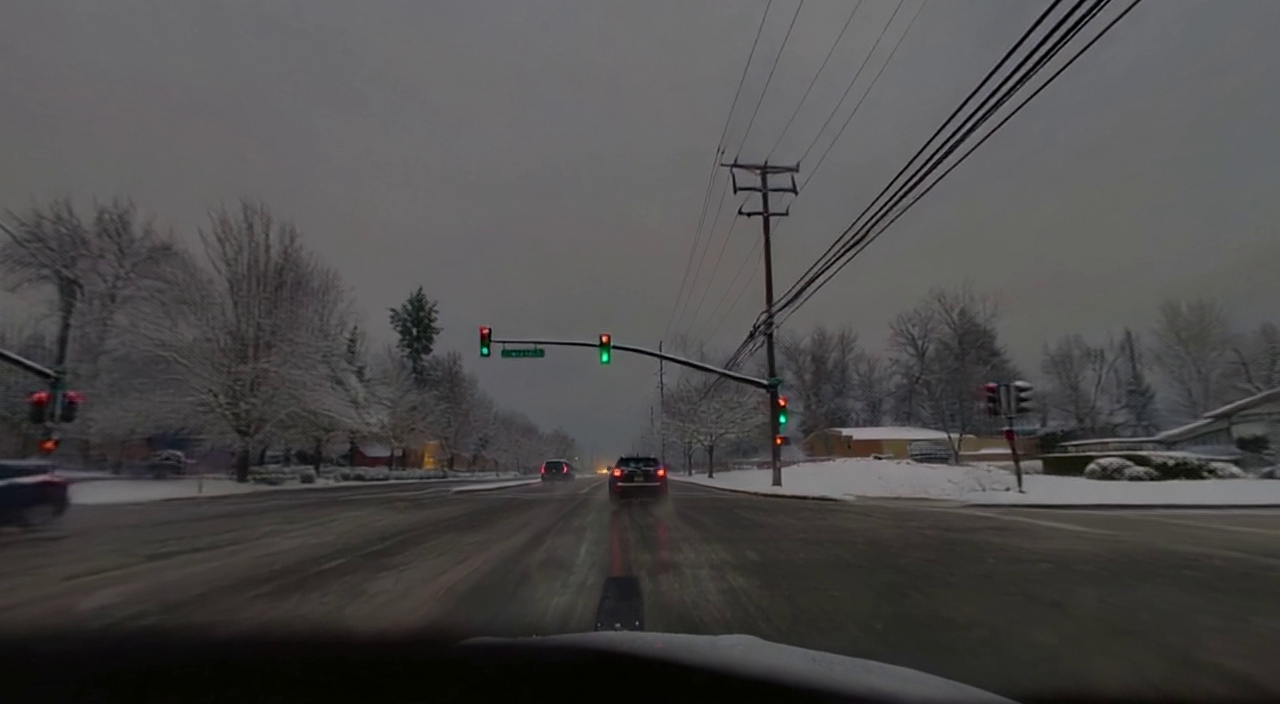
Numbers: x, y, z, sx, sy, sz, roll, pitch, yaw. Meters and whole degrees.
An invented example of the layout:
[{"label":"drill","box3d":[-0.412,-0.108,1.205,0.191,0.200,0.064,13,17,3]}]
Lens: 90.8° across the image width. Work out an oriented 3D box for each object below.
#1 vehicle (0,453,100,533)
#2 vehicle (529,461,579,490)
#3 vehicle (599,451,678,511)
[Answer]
[{"label":"vehicle","box3d":[-13.675,2.771,12.418,2.025,1.571,4.636,0,-9,-1]},{"label":"vehicle","box3d":[-4.711,6.817,35.165,2.153,1.474,4.284,0,-9,0]},{"label":"vehicle","box3d":[-0.081,3.891,19.428,2.156,1.636,3.923,0,-9,-1]}]
